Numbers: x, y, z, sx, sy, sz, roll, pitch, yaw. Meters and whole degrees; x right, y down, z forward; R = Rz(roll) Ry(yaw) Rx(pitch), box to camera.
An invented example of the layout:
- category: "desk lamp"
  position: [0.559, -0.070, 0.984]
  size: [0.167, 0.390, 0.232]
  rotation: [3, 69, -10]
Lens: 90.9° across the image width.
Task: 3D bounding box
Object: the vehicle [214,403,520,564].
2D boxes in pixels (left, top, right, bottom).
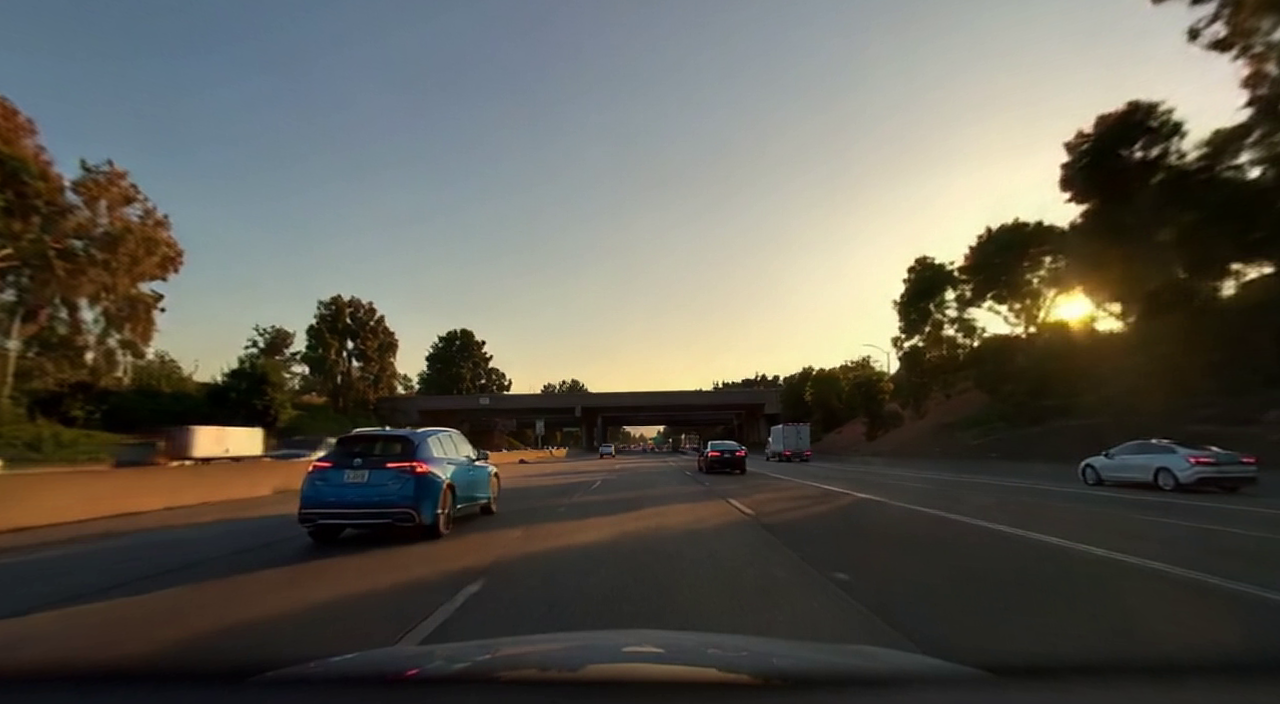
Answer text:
- category: "vehicle"
  position: [-3.528, 1.845, 9.659]
  size: [2.218, 1.764, 5.229]
  rotation: [0, -9, 2]

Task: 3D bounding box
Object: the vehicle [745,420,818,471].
- category: "vehicle"
  position: [7.741, 5.193, 35.092]
  size: [2.729, 2.628, 4.875]
  rotation: [0, -9, -2]

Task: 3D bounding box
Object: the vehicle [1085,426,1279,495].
- category: "vehicle"
  position: [18.467, 3.632, 21.491]
  size: [2.221, 1.995, 5.803]
  rotation: [0, -9, -2]

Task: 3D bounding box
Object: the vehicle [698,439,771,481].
- category: "vehicle"
  position: [3.609, 4.231, 24.972]
  size: [2.080, 1.493, 4.674]
  rotation: [0, -9, -1]
